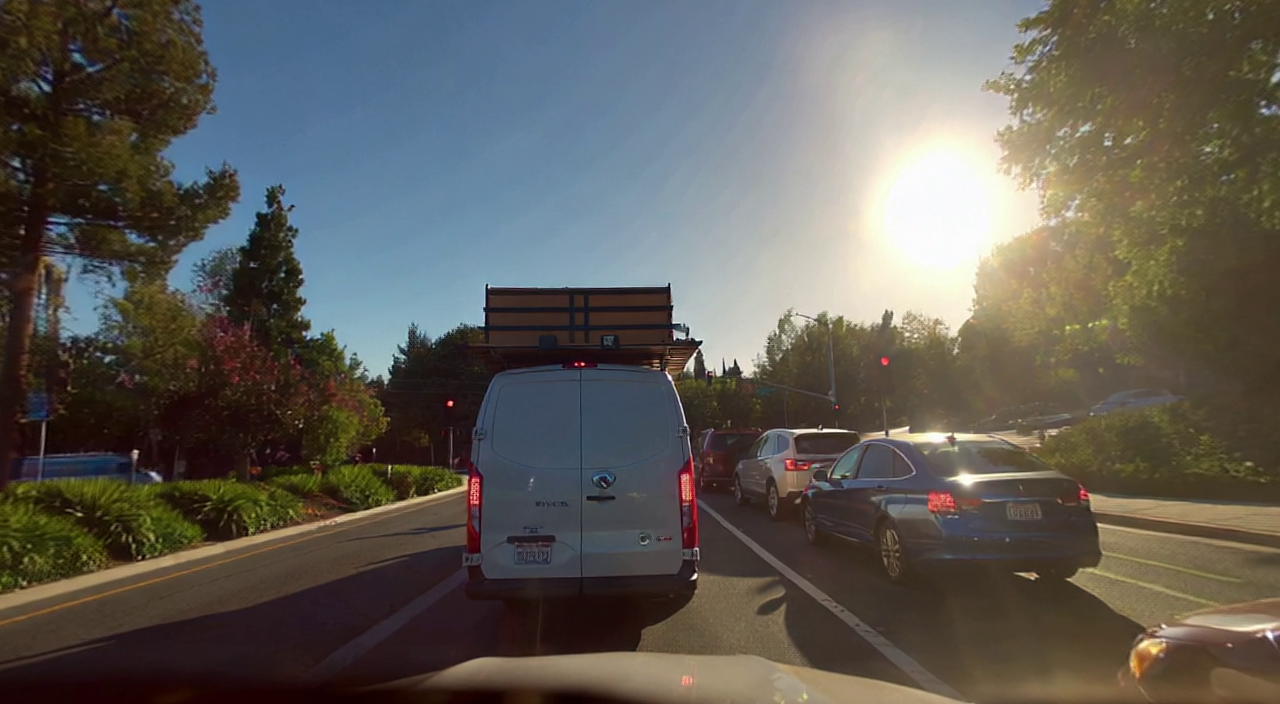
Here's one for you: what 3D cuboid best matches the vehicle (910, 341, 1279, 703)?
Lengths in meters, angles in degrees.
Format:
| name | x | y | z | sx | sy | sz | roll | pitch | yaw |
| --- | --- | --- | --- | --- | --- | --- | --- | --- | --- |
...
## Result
| name | x | y | z | sx | sy | sz | roll | pitch | yaw |
| --- | --- | --- | --- | --- | --- | --- | --- | --- | --- |
| vehicle | 3.452 | 0.943 | 3.420 | 1.965 | 1.671 | 4.146 | 0 | -9 | -3 |

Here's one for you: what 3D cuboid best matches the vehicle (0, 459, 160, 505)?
| name | x | y | z | sx | sy | sz | roll | pitch | yaw |
| --- | --- | --- | --- | --- | --- | --- | --- | --- | --- |
| vehicle | -25.666 | 5.908 | 28.929 | 5.241 | 1.894 | 2.257 | 1 | -9 | -10 |

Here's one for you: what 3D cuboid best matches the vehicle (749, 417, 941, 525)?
| name | x | y | z | sx | sy | sz | roll | pitch | yaw |
| --- | --- | --- | --- | --- | --- | --- | --- | --- | --- |
| vehicle | 3.656 | 2.219 | 12.266 | 2.024 | 1.692 | 4.252 | 1 | -9 | -4 |

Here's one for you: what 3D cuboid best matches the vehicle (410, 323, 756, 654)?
| name | x | y | z | sx | sy | sz | roll | pitch | yaw |
| --- | --- | --- | --- | --- | --- | --- | --- | --- | --- |
| vehicle | -0.357 | 1.158 | 6.203 | 2.145 | 2.089 | 4.309 | 0 | -9 | 0 |
